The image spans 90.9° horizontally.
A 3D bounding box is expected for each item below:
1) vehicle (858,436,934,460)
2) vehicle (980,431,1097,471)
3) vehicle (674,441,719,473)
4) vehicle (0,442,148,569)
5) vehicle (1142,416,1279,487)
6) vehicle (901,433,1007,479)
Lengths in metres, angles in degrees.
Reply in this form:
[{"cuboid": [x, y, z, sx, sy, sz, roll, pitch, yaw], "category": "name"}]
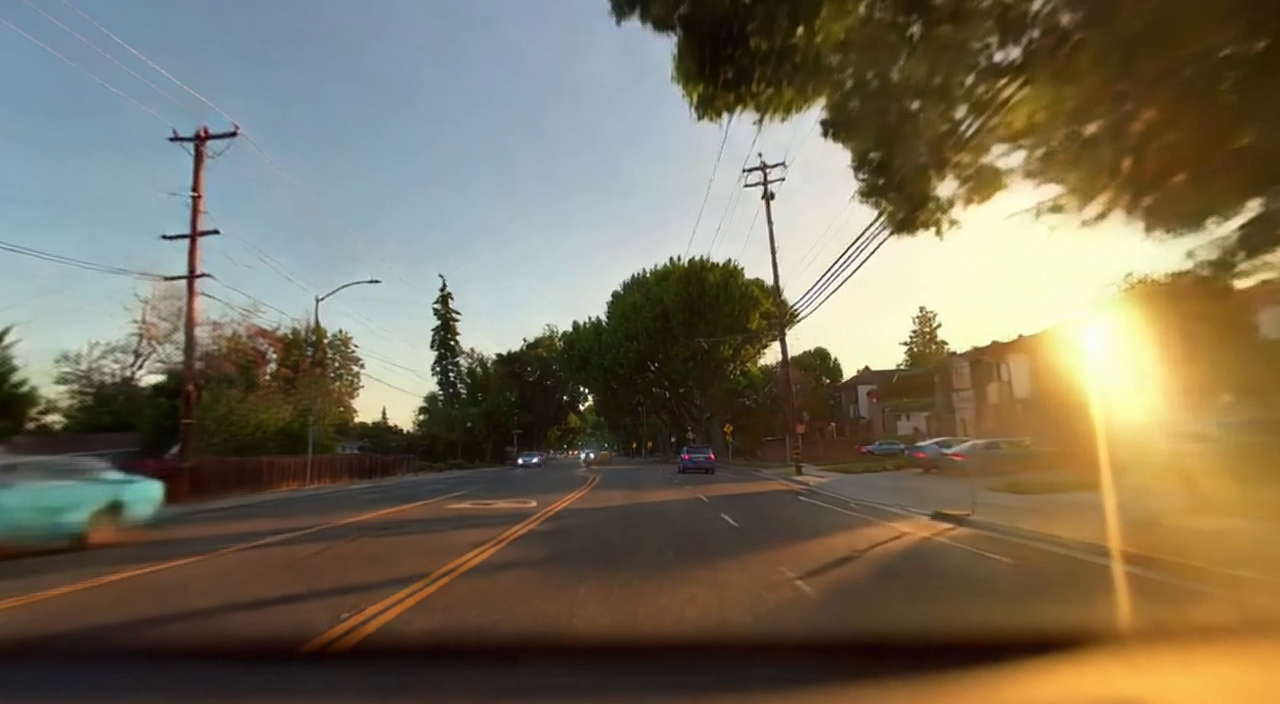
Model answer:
[{"cuboid": [18.694, 7.015, 46.109, 4.766, 1.493, 2.076, -8, -11, 29], "category": "vehicle"}, {"cuboid": [16.009, 4.016, 25.648, 1.747, 1.405, 4.372, -2, -9, -2], "category": "vehicle"}, {"cuboid": [3.394, 6.501, 39.085, 2.144, 1.843, 4.827, 0, -9, -2], "category": "vehicle"}, {"cuboid": [-9.395, 2.043, 8.245, 2.179, 1.613, 4.516, -3, -9, 2], "category": "vehicle"}, {"cuboid": [16.429, 2.580, 16.588, 4.329, 1.682, 2.240, -2, -10, 2], "category": "vehicle"}, {"cuboid": [12.303, 4.122, 25.112, 1.970, 1.561, 4.725, -2, -9, 3], "category": "vehicle"}]
